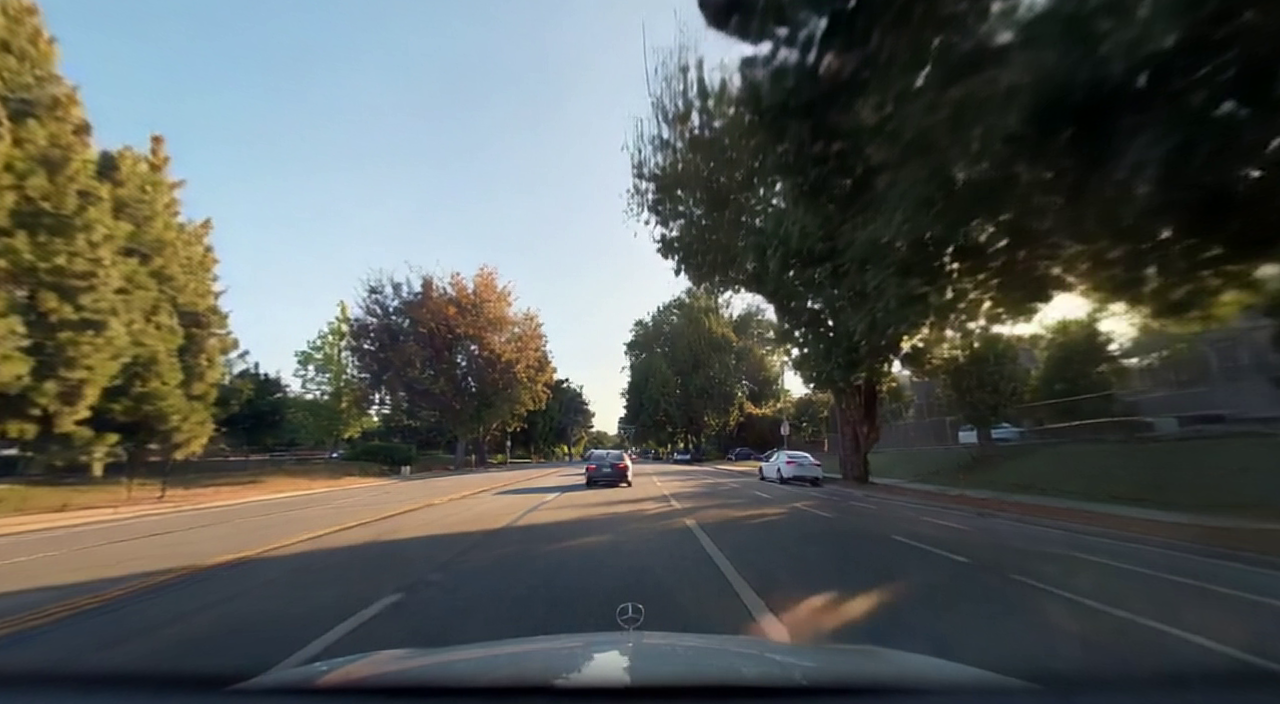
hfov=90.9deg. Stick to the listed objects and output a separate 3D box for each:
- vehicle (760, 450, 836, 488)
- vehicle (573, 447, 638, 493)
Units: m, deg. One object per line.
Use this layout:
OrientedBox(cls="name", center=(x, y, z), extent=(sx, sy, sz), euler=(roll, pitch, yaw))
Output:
OrientedBox(cls="vehicle", center=(6.785, 5.064, 27.658), extent=(2.164, 1.511, 4.571), euler=(0, -9, 0))
OrientedBox(cls="vehicle", center=(-1.139, 4.159, 22.647), extent=(2.099, 1.470, 4.302), euler=(0, -9, -1))
